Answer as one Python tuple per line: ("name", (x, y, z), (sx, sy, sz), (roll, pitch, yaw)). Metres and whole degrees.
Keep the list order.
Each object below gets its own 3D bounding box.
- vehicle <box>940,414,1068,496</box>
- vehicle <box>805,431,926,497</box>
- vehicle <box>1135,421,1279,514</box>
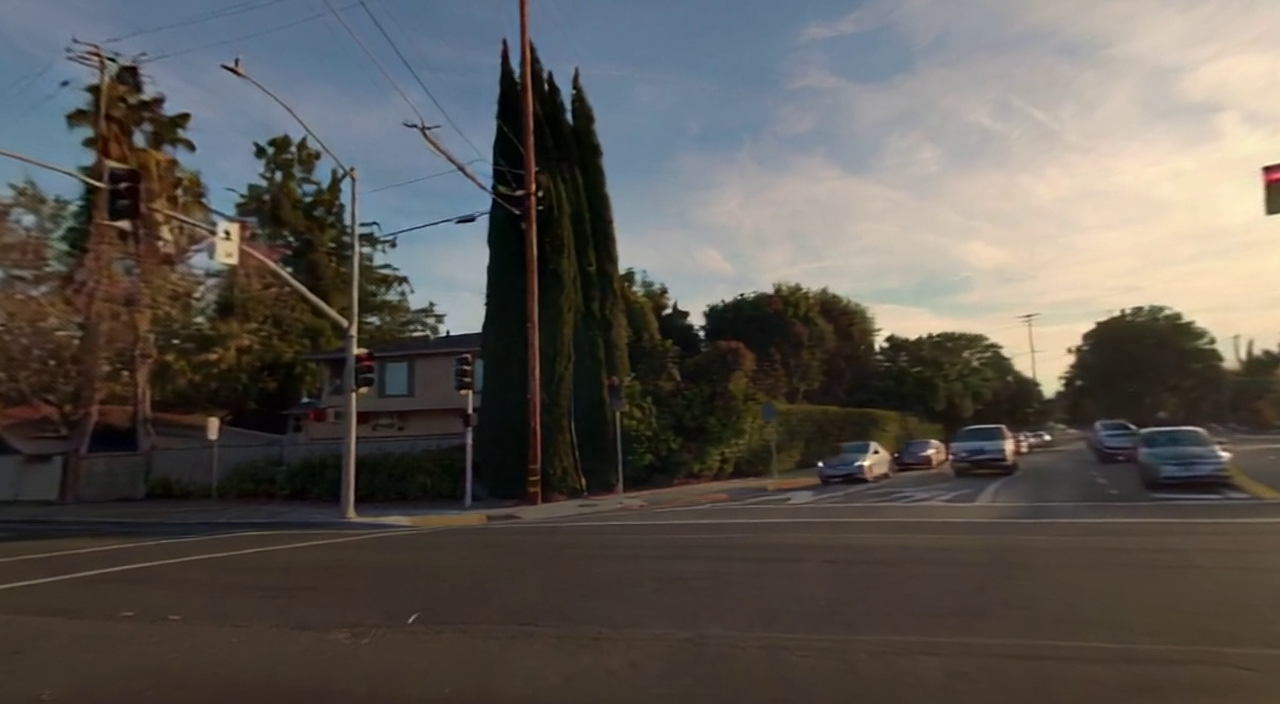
("vehicle", (10.697, 2.953, 18.354), (2.479, 1.977, 5.254), (-7, -11, 36))
("vehicle", (7.219, 3.464, 19.943), (2.241, 1.819, 4.690), (-7, -11, 36))
("vehicle", (11.504, 2.145, 12.107), (2.174, 1.477, 4.805), (-5, -10, 27))
